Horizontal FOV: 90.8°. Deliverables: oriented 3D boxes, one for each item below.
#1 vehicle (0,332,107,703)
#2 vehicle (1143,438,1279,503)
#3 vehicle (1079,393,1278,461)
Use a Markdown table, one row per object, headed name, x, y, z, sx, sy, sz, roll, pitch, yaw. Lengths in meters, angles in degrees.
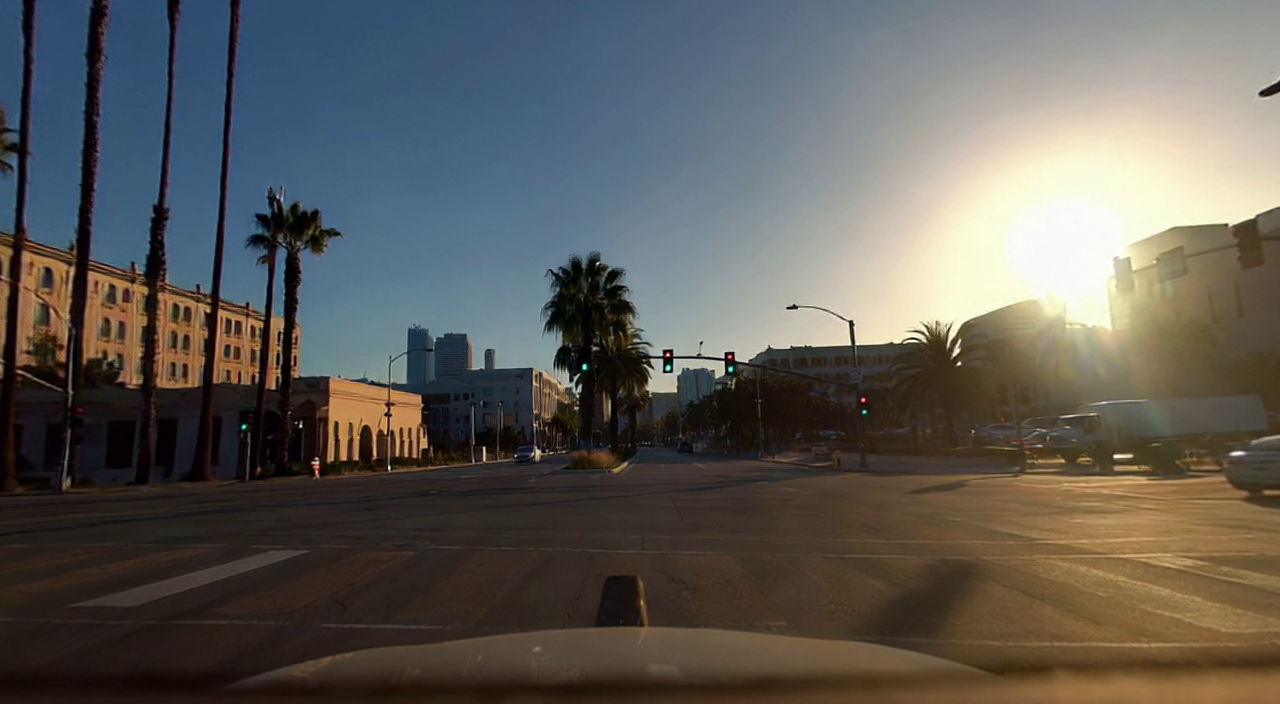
| name | x | y | z | sx | sy | sz | roll | pitch | yaw |
| --- | --- | --- | --- | --- | --- | --- | --- | --- | --- |
| vehicle | -3.343 | 0.485 | 0.321 | 2.026 | 1.723 | 4.832 | 0 | -9 | -2 |
| vehicle | 15.580 | 2.938 | 15.971 | 4.520 | 1.475 | 2.003 | 2 | -9 | -14 |
| vehicle | 32.610 | 4.756 | 39.213 | 2.863 | 3.609 | 10.252 | 0 | -8 | -3 |
